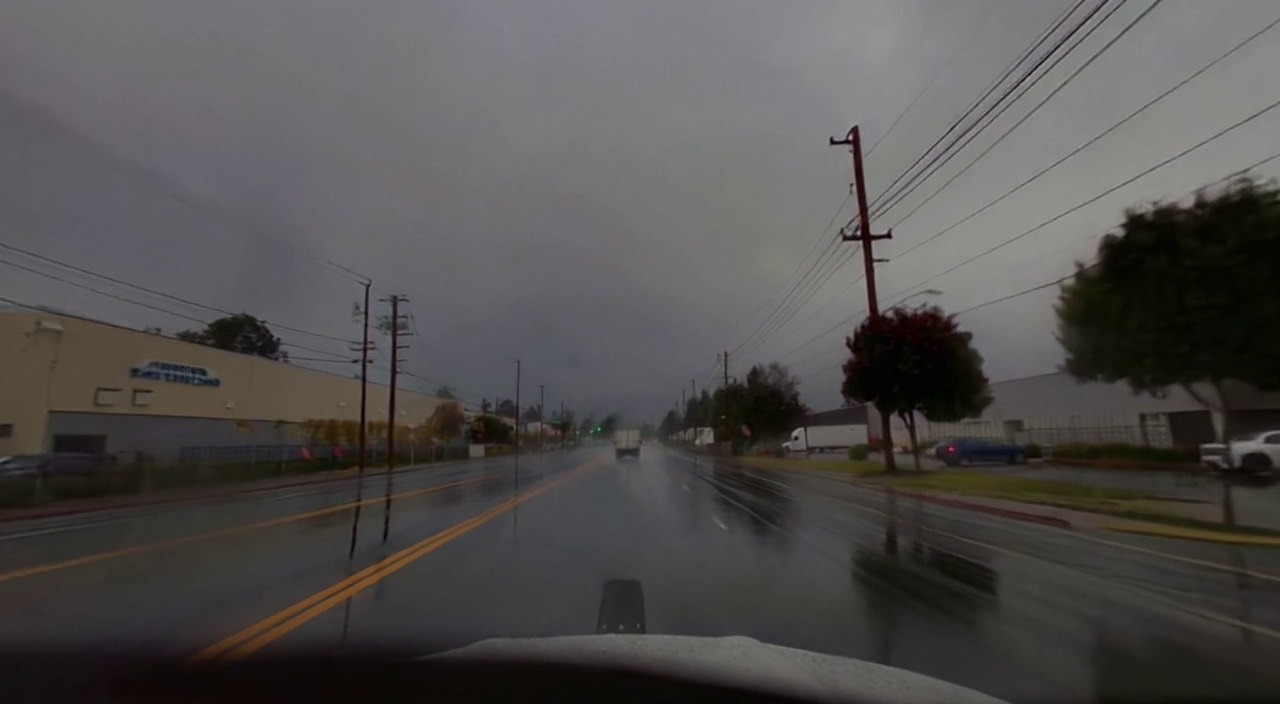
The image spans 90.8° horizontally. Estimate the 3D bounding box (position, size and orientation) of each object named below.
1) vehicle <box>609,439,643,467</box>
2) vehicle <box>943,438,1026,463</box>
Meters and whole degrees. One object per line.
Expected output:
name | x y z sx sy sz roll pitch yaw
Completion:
vehicle | -0.801 6.095 38.191 1.937 1.588 3.746 0 -8 0
vehicle | 24.856 7.129 45.745 4.805 1.781 1.974 0 -8 0
